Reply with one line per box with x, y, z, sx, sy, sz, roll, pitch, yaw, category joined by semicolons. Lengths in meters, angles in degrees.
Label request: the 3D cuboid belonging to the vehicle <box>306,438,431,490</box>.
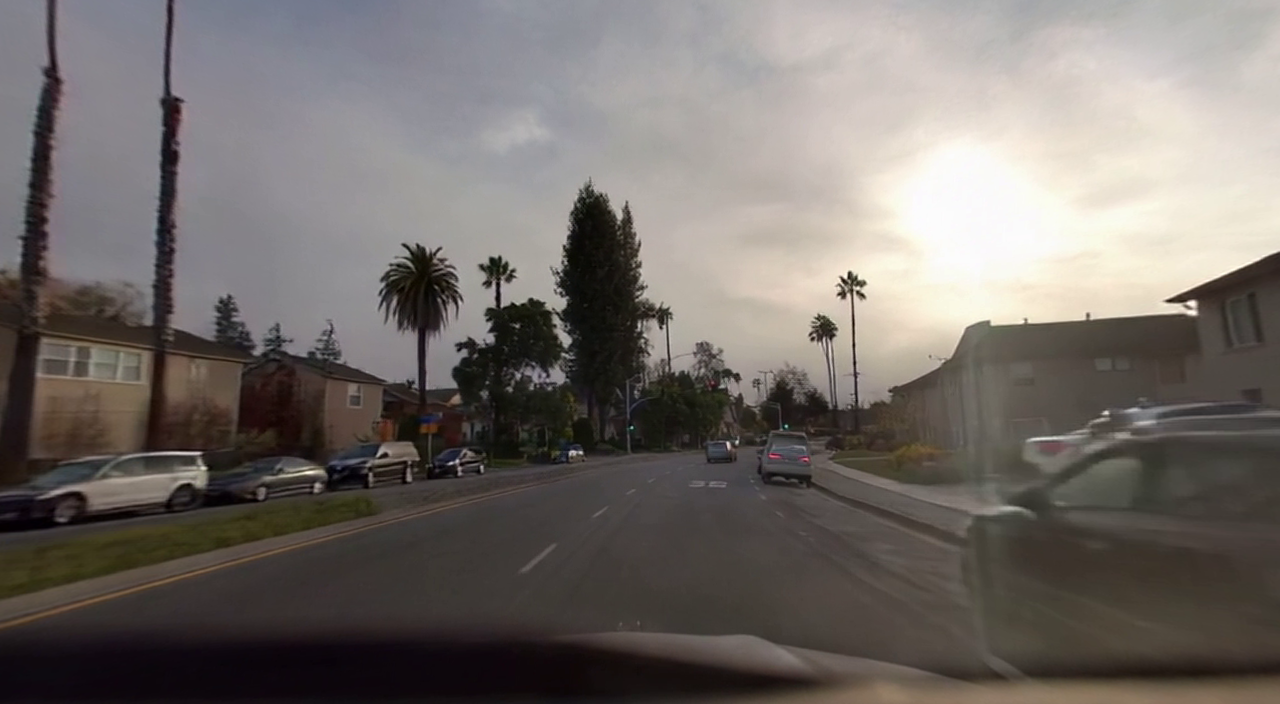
-11.400;4.758;27.209;2.051;1.957;5.968;-2;-9;8;vehicle

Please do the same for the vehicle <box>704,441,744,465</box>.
5.470;6.503;40.770;2.035;1.474;4.284;-2;-9;14;vehicle

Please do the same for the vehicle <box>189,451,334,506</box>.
-12.391;4.116;21.098;1.786;1.488;4.518;-5;-9;6;vehicle

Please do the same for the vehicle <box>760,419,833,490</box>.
5.670;3.767;23.455;2.326;2.257;4.635;0;-8;10;vehicle

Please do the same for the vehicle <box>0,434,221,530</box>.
-13.027;3.029;15.418;2.081;1.948;4.821;0;-9;3;vehicle

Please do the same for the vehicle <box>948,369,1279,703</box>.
3.666;1.047;3.317;2.043;1.692;4.581;0;-9;4;vehicle

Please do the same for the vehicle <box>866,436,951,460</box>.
17.991;6.433;42.485;4.923;1.521;1.811;-1;-9;10;vehicle

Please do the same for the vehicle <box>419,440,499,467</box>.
-13.023;7.315;45.480;5.205;1.792;1.969;-4;-10;15;vehicle
